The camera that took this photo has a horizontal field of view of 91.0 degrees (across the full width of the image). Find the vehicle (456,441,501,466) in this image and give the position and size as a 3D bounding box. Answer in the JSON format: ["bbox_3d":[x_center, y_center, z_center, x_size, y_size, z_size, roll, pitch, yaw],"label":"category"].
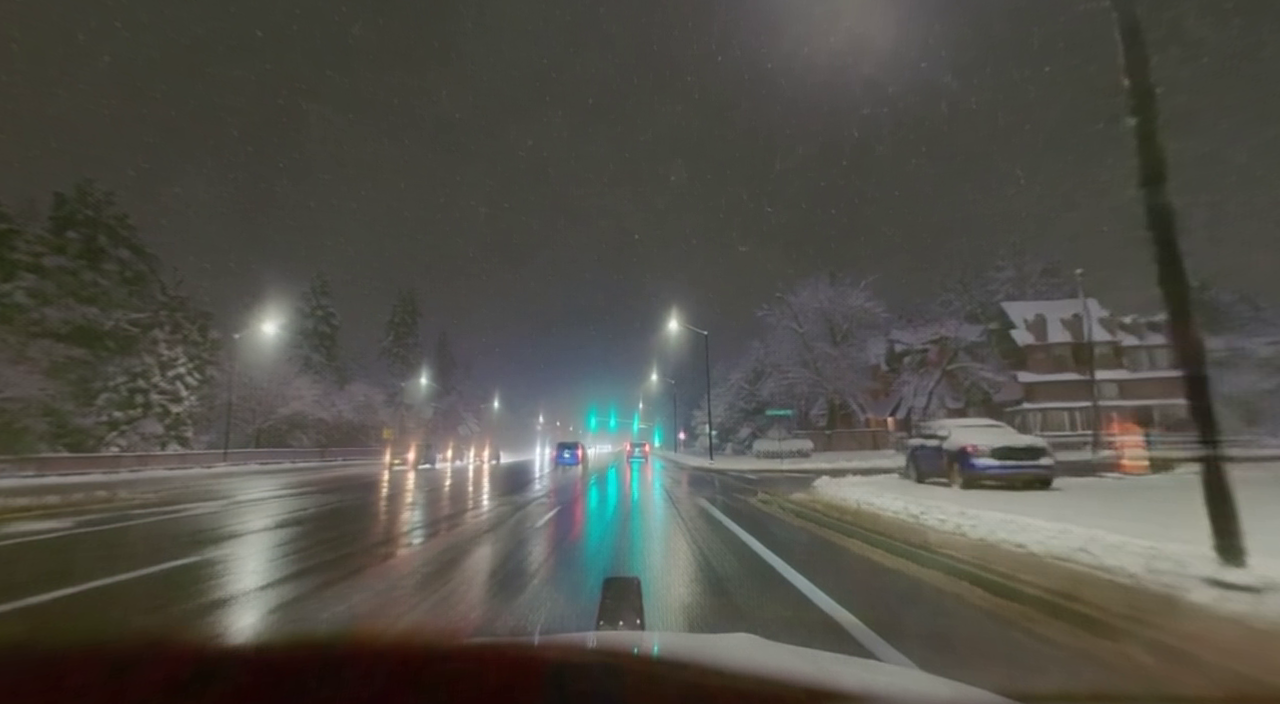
[{"bbox_3d":[-11.300,7.124,44.350,2.014,1.674,4.337,0,-9,-1],"label":"vehicle"}]

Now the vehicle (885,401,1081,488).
[{"bbox_3d":[9.087,2.574,17.558,2.352,1.991,5.862,0,-8,2],"label":"vehicle"}]

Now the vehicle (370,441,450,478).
[{"bbox_3d":[-10.650,4.994,29.535,2.009,1.541,4.753,0,-9,-1],"label":"vehicle"}]

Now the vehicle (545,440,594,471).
[{"bbox_3d":[-3.994,5.972,36.445,2.198,1.663,4.519,0,-9,2],"label":"vehicle"}]
